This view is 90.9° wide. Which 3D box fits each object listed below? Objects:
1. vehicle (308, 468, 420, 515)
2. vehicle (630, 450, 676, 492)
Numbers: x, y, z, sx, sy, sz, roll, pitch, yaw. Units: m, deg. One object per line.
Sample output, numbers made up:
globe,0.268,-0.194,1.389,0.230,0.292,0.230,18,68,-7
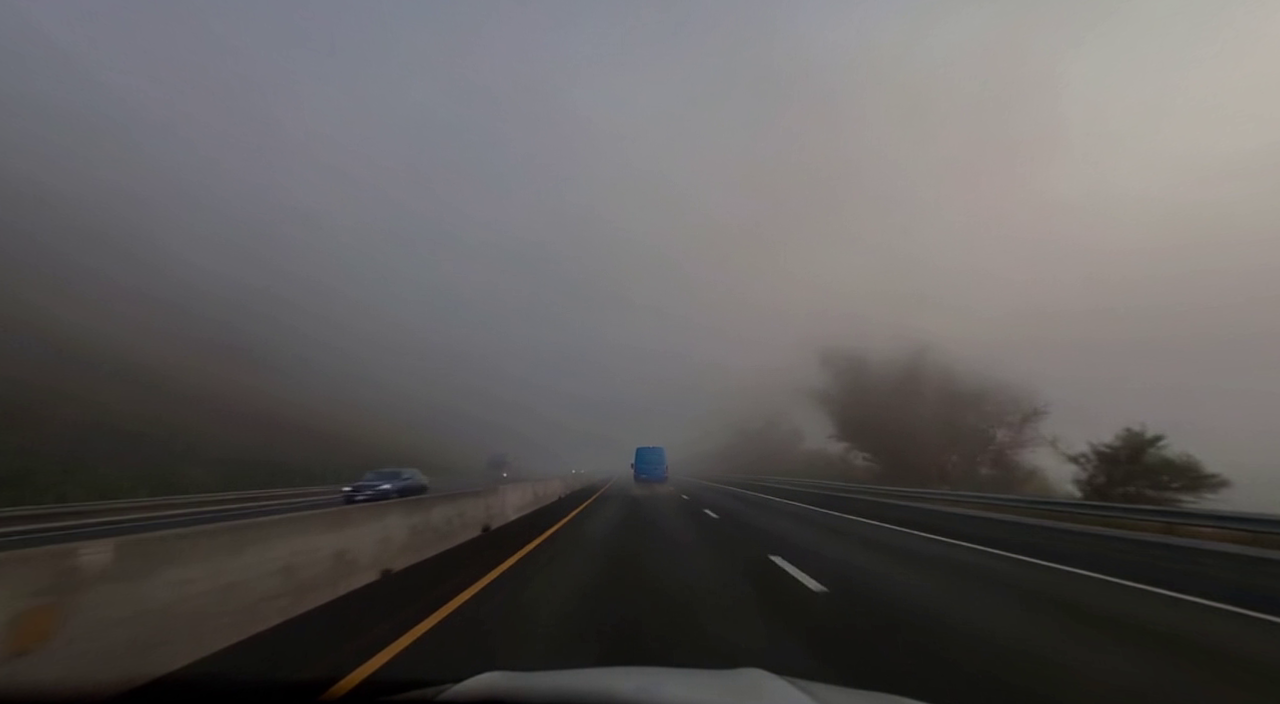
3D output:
vehicle,-10.385,5.265,24.145,2.124,1.545,4.545,1,-11,1
vehicle,0.666,6.866,36.409,2.429,2.167,4.558,1,-11,-1
